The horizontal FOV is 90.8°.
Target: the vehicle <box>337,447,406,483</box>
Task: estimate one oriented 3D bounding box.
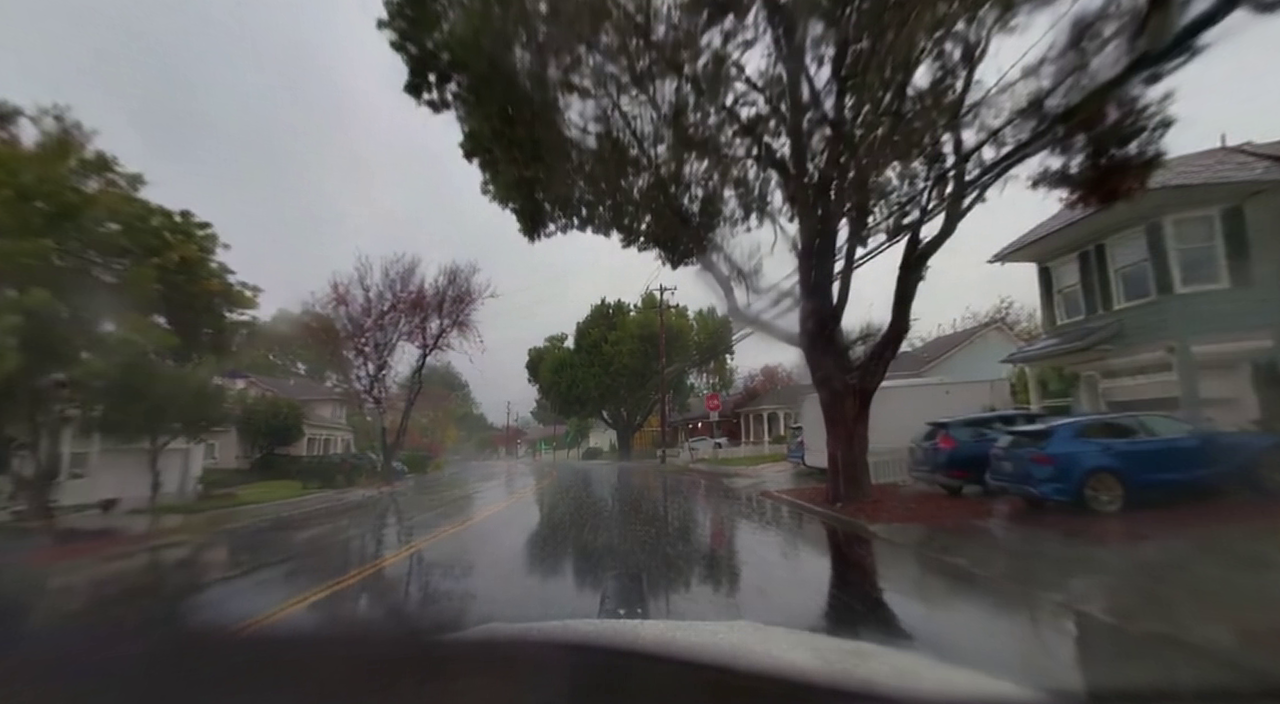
[{"bbox_3d":[-12.884,5.421,30.640,2.390,1.431,4.253,0,-7,-13],"label":"vehicle"}]

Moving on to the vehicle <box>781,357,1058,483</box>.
[{"bbox_3d":[8.290,2.074,19.241,7.115,3.010,2.378,-4,-8,-5],"label":"vehicle"}]

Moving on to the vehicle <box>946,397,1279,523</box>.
[{"bbox_3d":[7.566,1.646,9.921,4.412,1.565,1.957,-3,-8,0],"label":"vehicle"}]
